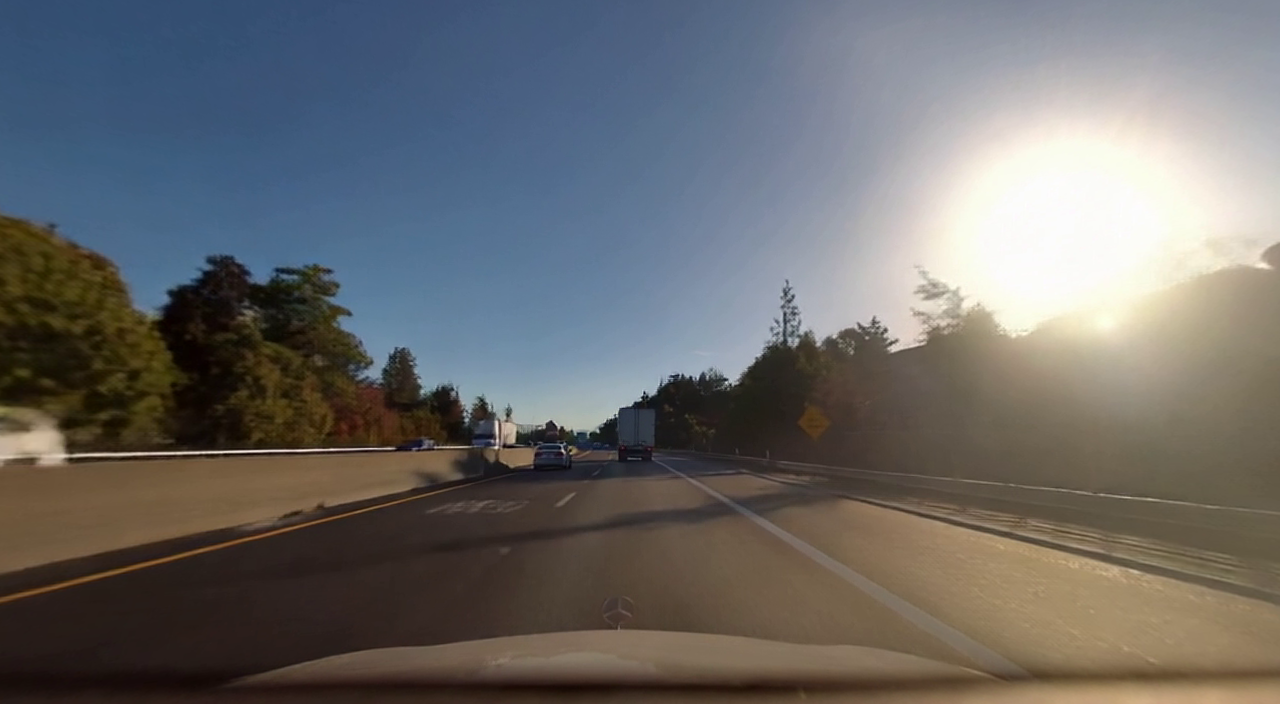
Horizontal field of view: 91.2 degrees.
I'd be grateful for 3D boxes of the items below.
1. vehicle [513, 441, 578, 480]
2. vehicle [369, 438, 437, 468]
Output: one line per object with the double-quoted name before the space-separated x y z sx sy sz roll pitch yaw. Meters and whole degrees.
"vehicle" -3.956 4.611 26.946 2.057 1.519 4.372 0 -9 1
"vehicle" -13.047 5.613 34.811 1.998 1.527 4.605 0 -9 0
